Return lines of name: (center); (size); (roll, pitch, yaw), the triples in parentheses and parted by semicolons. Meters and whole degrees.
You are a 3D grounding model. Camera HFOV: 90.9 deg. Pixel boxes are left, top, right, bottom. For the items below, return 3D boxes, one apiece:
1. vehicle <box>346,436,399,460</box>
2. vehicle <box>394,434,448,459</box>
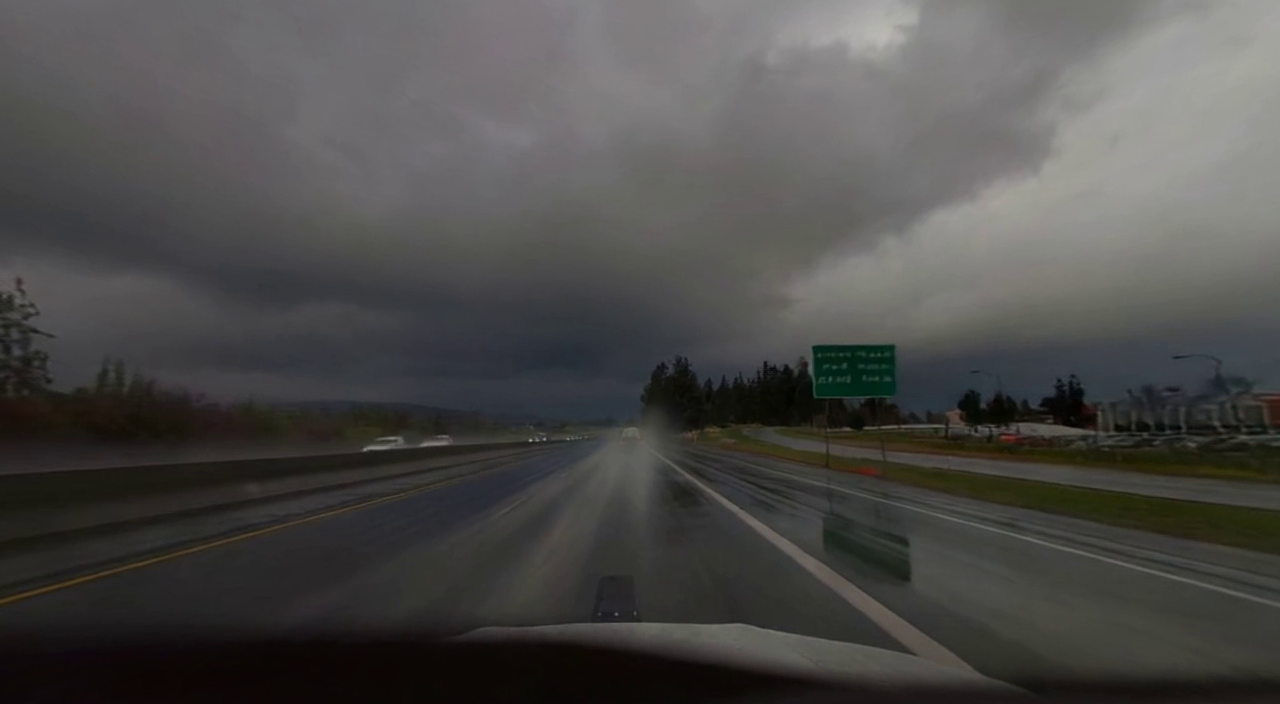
vehicle: (-18.021, 6.448, 42.602); (1.839, 1.548, 3.946); (0, -8, 0)
vehicle: (-13.442, 5.792, 38.878); (1.929, 1.469, 3.985); (0, -8, -1)
